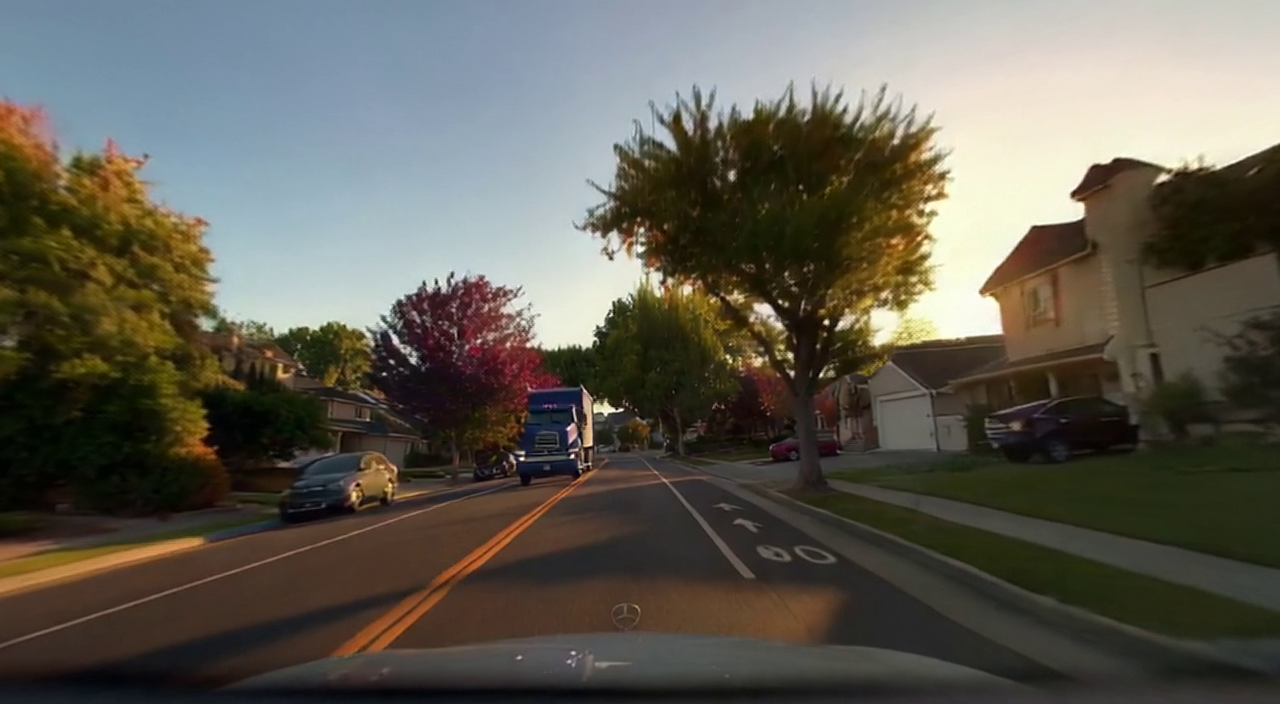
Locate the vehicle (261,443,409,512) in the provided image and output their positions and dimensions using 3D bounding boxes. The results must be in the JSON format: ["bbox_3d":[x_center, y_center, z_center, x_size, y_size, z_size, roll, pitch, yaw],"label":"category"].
[{"bbox_3d":[-8.946,3.667,19.095,2.119,1.775,4.643,0,-8,0],"label":"vehicle"}]

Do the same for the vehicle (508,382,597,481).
[{"bbox_3d":[-4.032,4.099,31.911,3.133,4.112,10.695,0,-8,-1],"label":"vehicle"}]
